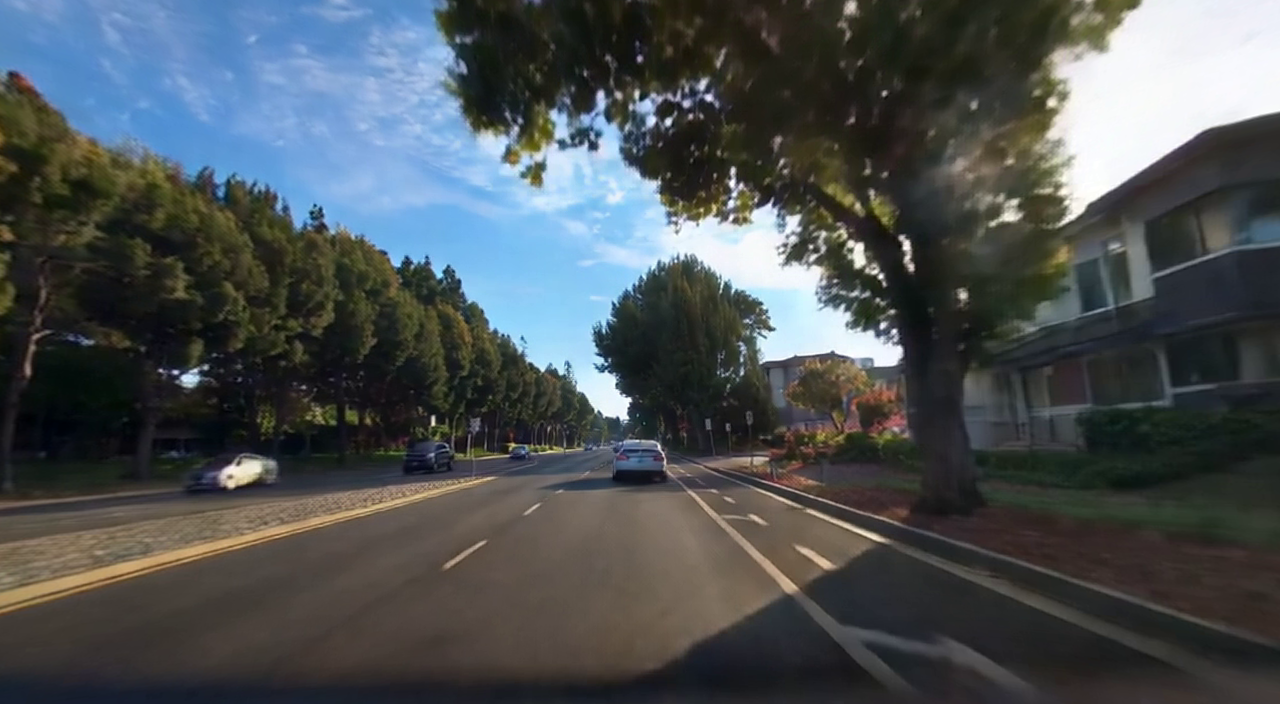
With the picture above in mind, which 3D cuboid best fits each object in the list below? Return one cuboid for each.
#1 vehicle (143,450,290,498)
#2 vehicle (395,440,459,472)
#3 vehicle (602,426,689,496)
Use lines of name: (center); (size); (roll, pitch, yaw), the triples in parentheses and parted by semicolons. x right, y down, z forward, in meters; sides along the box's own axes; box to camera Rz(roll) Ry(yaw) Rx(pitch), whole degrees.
vehicle: (-15.375, 4.432, 23.338); (2.124, 1.542, 4.702); (0, -9, 1)
vehicle: (-12.153, 5.960, 36.368); (2.143, 1.711, 4.477); (0, -8, 0)
vehicle: (0.123, 2.953, 17.343); (2.094, 1.682, 3.866); (0, -9, 0)
